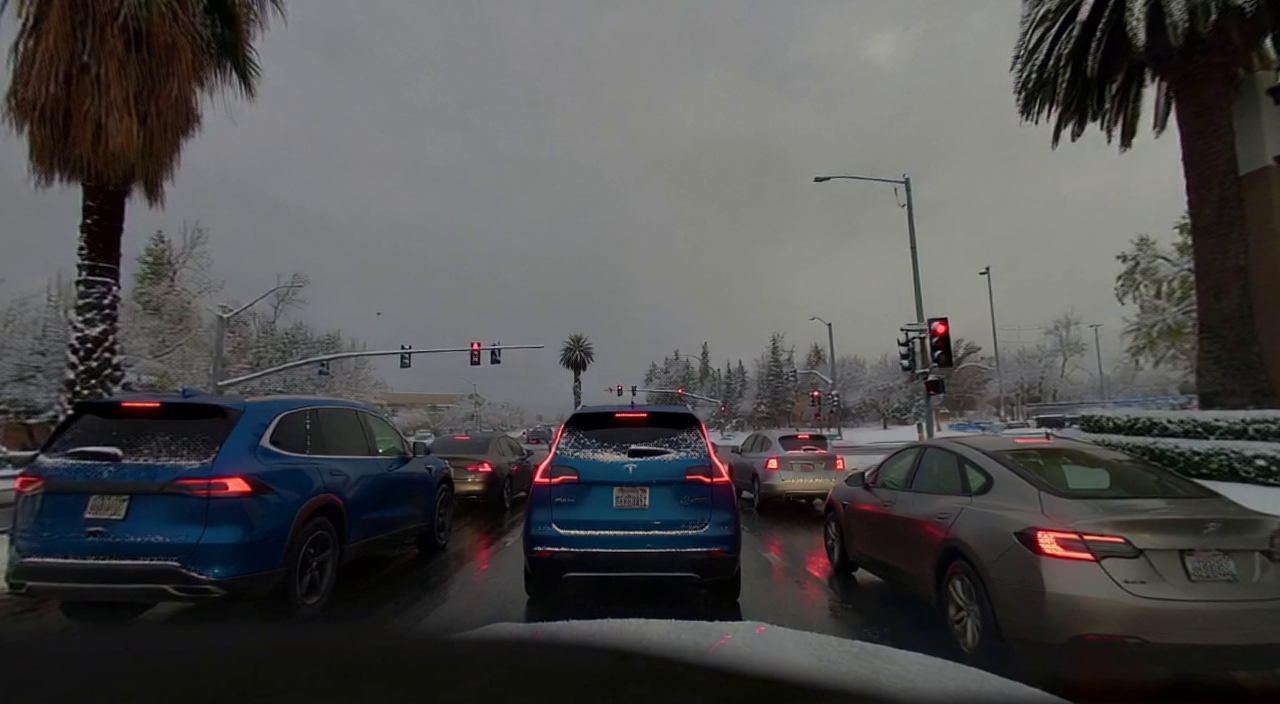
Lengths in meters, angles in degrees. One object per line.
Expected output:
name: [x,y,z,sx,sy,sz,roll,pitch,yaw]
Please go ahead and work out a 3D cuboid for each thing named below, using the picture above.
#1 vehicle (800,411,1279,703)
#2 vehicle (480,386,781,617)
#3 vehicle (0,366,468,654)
vehicle: [2.968,1.367,5.251,2.017,1.491,4.611,0,-8,-1]
vehicle: [-0.131,1.456,7.057,2.280,1.747,4.361,0,-8,-2]
vehicle: [-3.346,1.283,6.123,2.014,1.755,4.360,0,-8,1]
